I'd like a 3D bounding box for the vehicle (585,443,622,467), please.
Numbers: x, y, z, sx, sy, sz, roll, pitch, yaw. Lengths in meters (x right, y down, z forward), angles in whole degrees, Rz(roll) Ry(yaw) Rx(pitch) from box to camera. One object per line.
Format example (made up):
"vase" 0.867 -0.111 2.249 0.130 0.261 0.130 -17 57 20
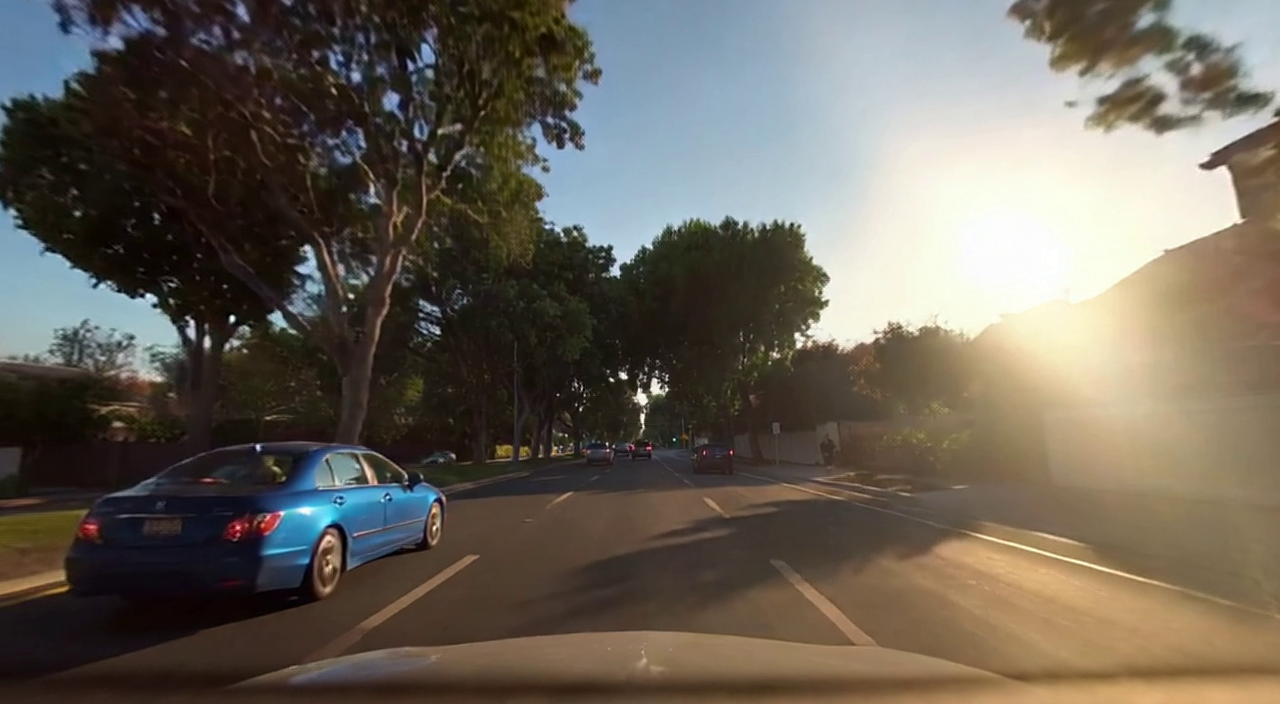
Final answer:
"vehicle" -2.327 6.732 41.287 1.940 1.473 4.133 -1 -8 3

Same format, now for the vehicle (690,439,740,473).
"vehicle" 3.969 5.579 34.023 2.182 1.688 4.187 0 -8 0

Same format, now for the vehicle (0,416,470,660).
"vehicle" -3.543 1.536 6.496 2.091 1.503 4.989 0 -8 1
